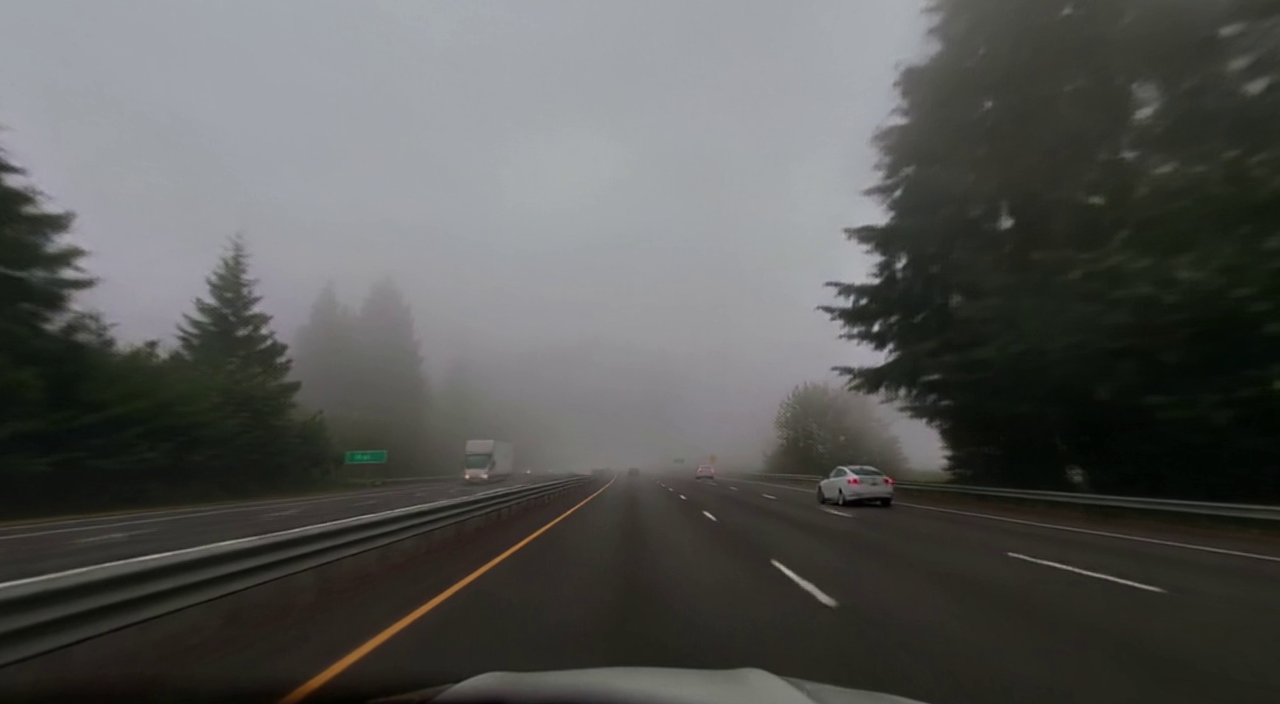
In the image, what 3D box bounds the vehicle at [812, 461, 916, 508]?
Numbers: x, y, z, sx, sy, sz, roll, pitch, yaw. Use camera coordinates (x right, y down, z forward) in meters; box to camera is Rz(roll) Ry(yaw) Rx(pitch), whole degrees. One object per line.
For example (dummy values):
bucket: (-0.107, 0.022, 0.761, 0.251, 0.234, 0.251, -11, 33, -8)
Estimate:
vehicle: (7.890, 4.725, 22.702, 2.024, 1.476, 4.352, 1, -10, -1)
